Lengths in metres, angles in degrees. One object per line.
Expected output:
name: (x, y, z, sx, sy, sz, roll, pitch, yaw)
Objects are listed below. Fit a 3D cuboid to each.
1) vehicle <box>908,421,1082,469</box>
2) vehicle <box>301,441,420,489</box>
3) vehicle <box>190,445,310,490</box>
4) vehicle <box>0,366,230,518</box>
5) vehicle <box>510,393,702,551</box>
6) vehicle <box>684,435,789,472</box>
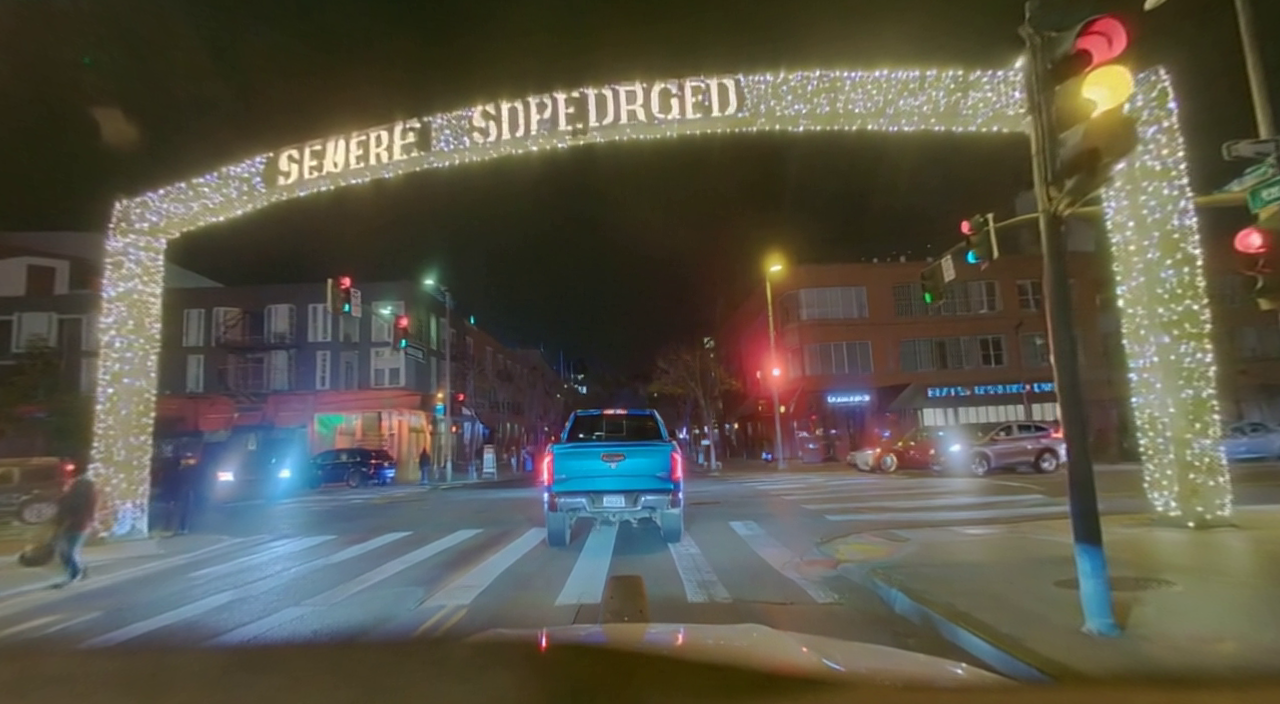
vehicle: (11.620, 3.078, 20.842, 4.600, 1.506, 1.878, 0, -8, -1)
vehicle: (-13.265, 5.355, 30.128, 4.799, 1.909, 2.011, -3, -7, 2)
vehicle: (-18.610, 5.492, 30.232, 4.398, 2.057, 1.959, 0, -8, -1)
vehicle: (-21.943, 3.019, 21.212, 13.729, 4.662, 3.300, 0, -8, 0)
vehicle: (-0.674, 1.960, 11.043, 2.477, 2.020, 5.534, 1, -8, -5)
vehicle: (4.304, 4.607, 28.639, 4.515, 1.583, 1.920, -1, -8, 3)
